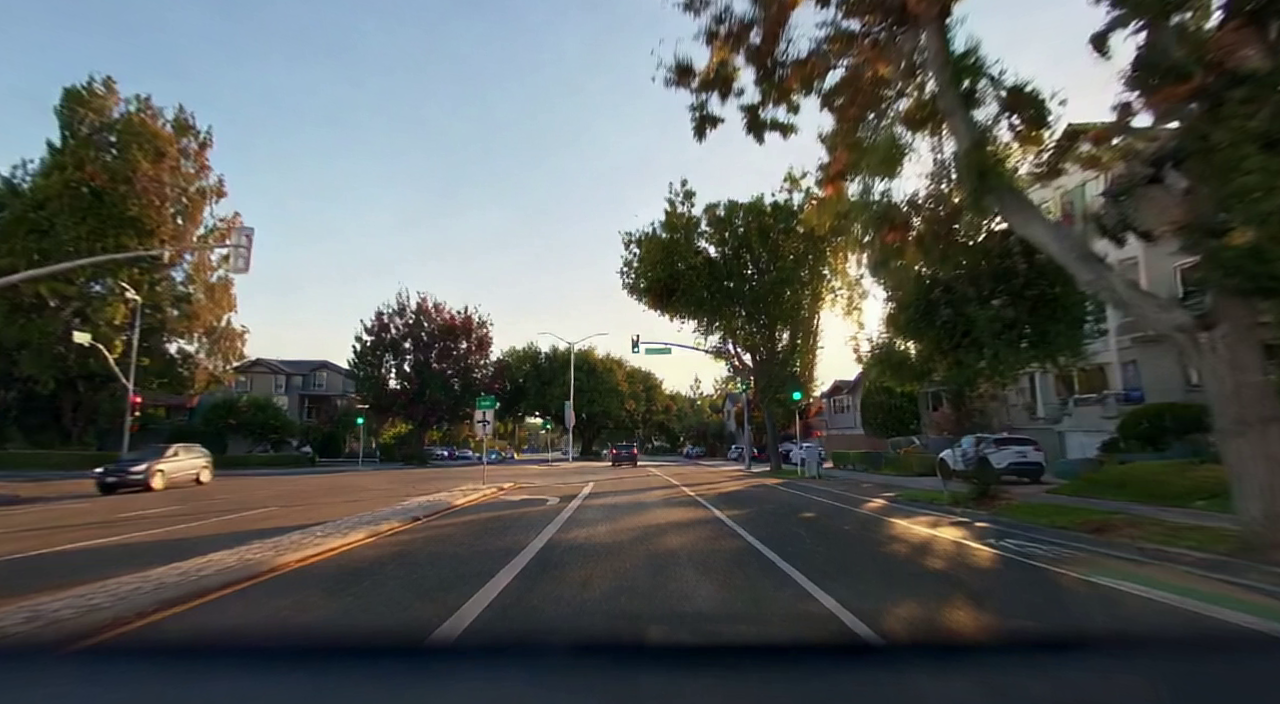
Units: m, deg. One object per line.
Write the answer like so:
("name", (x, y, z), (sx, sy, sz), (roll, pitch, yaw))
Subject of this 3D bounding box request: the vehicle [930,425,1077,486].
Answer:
("vehicle", (11.799, 3.391, 20.924), (2.053, 1.759, 4.494), (0, -8, -2))

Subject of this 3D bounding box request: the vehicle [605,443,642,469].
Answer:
("vehicle", (-1.044, 6.320, 38.427), (2.113, 1.462, 4.203), (0, -8, -2))

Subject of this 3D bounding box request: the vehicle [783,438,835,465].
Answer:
("vehicle", (11.244, 6.656, 42.231), (2.018, 1.665, 4.576), (0, -8, -2))
